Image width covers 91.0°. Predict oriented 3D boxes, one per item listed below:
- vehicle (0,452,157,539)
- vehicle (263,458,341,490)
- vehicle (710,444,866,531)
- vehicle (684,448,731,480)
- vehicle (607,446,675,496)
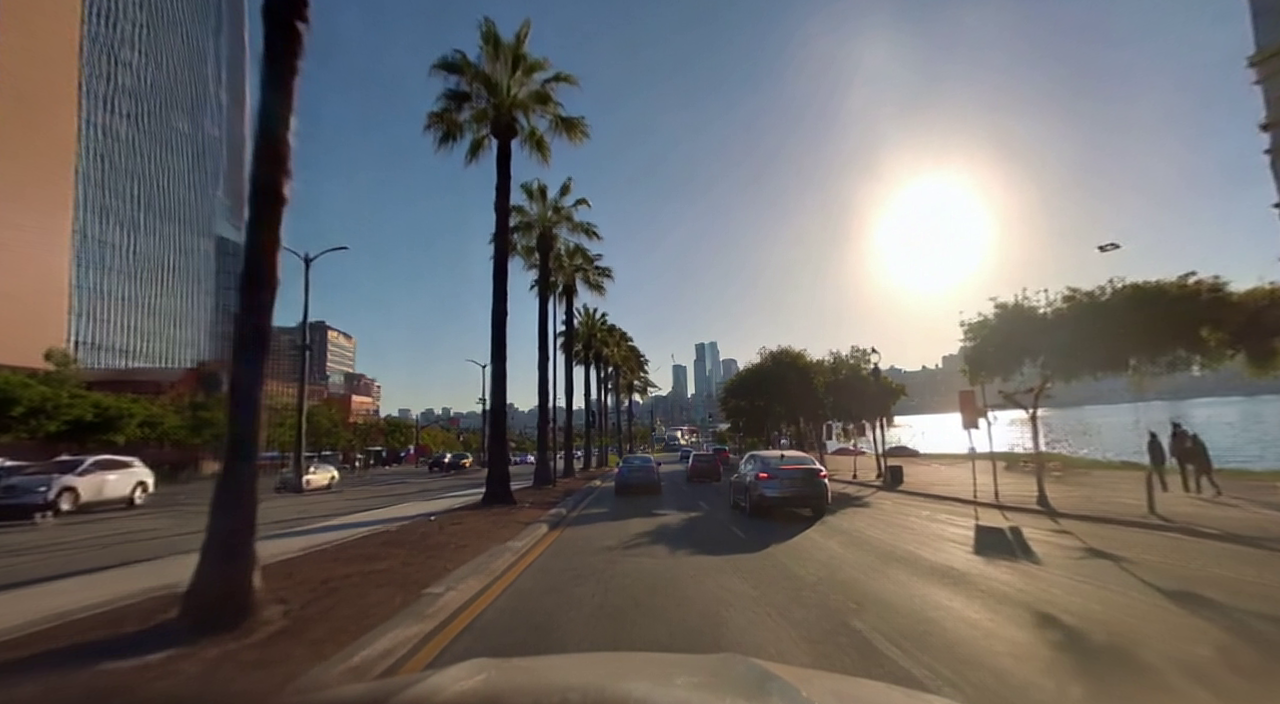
[{"bbox_3d":[-14.740,3.367,15.294,2.104,1.802,4.852,0,-9,0],"label":"vehicle"},{"bbox_3d":[-18.102,6.516,33.896,1.887,1.569,4.014,0,-9,1],"label":"vehicle"},{"bbox_3d":[2.894,2.773,13.625,2.051,1.509,4.933,0,-9,-1],"label":"vehicle"},{"bbox_3d":[3.366,5.659,32.021,2.115,1.500,3.524,0,-9,2],"label":"vehicle"},{"bbox_3d":[0.079,3.958,21.266,2.077,1.518,3.760,0,-9,2],"label":"vehicle"}]
